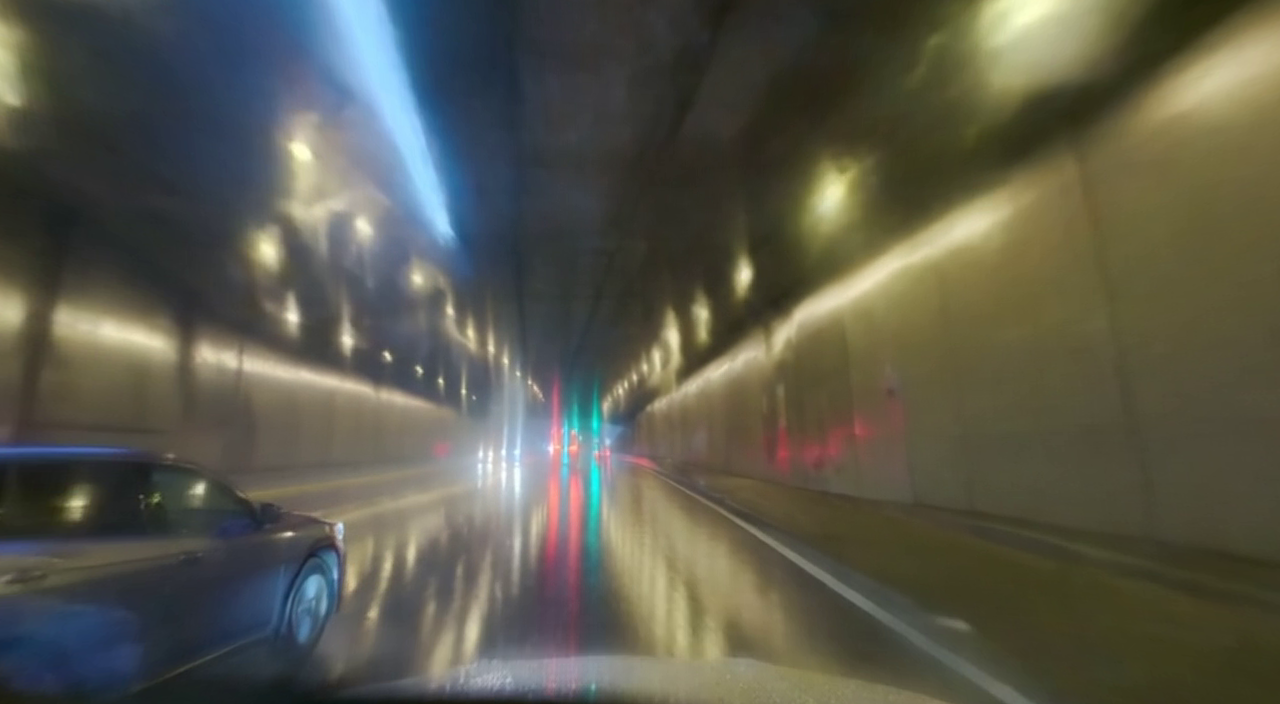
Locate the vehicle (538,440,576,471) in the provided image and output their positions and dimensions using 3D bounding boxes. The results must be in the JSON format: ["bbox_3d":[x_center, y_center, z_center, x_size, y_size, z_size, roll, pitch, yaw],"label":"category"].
[{"bbox_3d":[-4.883,6.147,37.709,1.961,1.725,4.315,1,-9,-4],"label":"vehicle"}]
